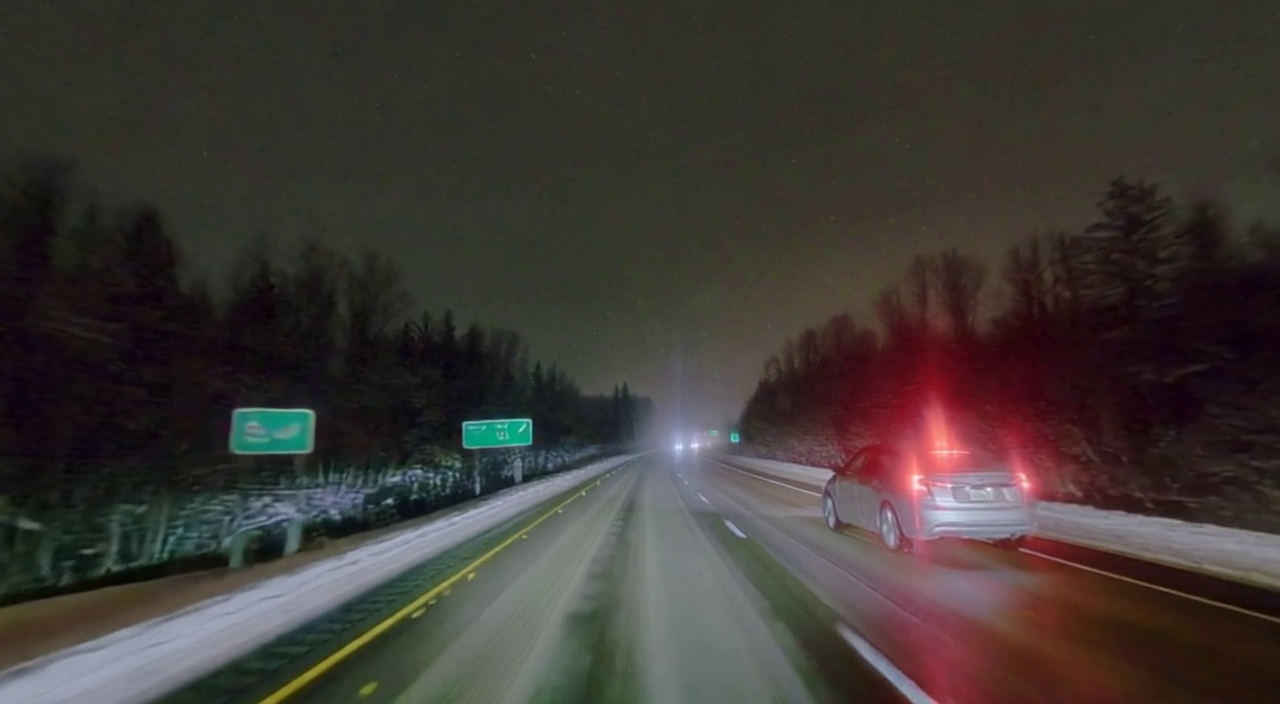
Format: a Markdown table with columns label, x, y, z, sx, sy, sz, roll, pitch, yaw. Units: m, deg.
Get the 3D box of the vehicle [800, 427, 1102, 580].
| label | x | y | z | sx | sy | sz | roll | pitch | yaw |
| --- | --- | --- | --- | --- | --- | --- | --- | --- | --- |
| vehicle | 3.662 | 1.832 | 8.450 | 1.997 | 1.515 | 4.025 | -1 | -8 | 1 |
